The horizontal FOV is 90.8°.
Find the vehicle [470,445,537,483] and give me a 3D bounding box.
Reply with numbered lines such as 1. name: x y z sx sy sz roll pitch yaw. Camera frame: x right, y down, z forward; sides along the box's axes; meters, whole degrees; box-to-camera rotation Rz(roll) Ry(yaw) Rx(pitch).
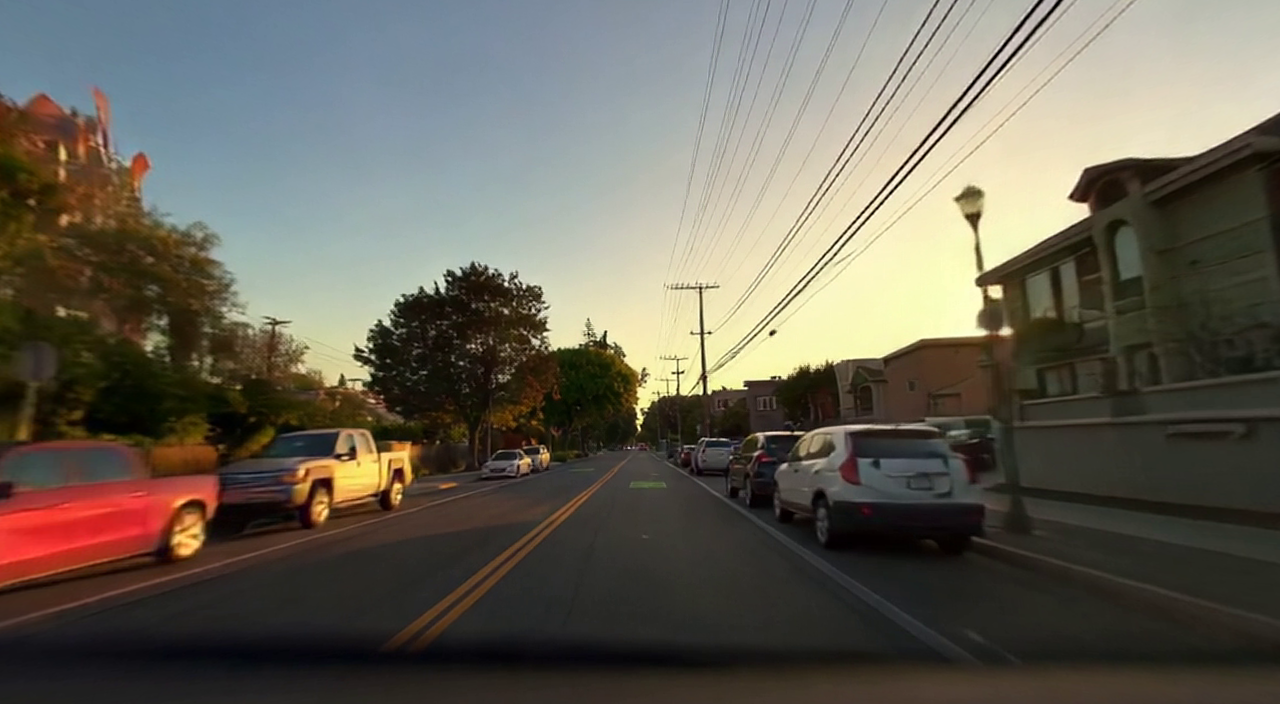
1. vehicle: -6.563 5.436 30.948 2.084 1.573 4.599 -2 -8 2

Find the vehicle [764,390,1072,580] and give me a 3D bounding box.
1. vehicle: 3.419 1.779 9.310 2.065 1.953 5.359 0 -9 0

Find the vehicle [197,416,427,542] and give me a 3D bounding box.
1. vehicle: -6.538 2.529 13.546 2.270 2.098 5.130 -1 -7 -1

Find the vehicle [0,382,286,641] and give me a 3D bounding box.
1. vehicle: -6.479 1.537 6.744 2.451 2.099 5.112 -1 -7 0
